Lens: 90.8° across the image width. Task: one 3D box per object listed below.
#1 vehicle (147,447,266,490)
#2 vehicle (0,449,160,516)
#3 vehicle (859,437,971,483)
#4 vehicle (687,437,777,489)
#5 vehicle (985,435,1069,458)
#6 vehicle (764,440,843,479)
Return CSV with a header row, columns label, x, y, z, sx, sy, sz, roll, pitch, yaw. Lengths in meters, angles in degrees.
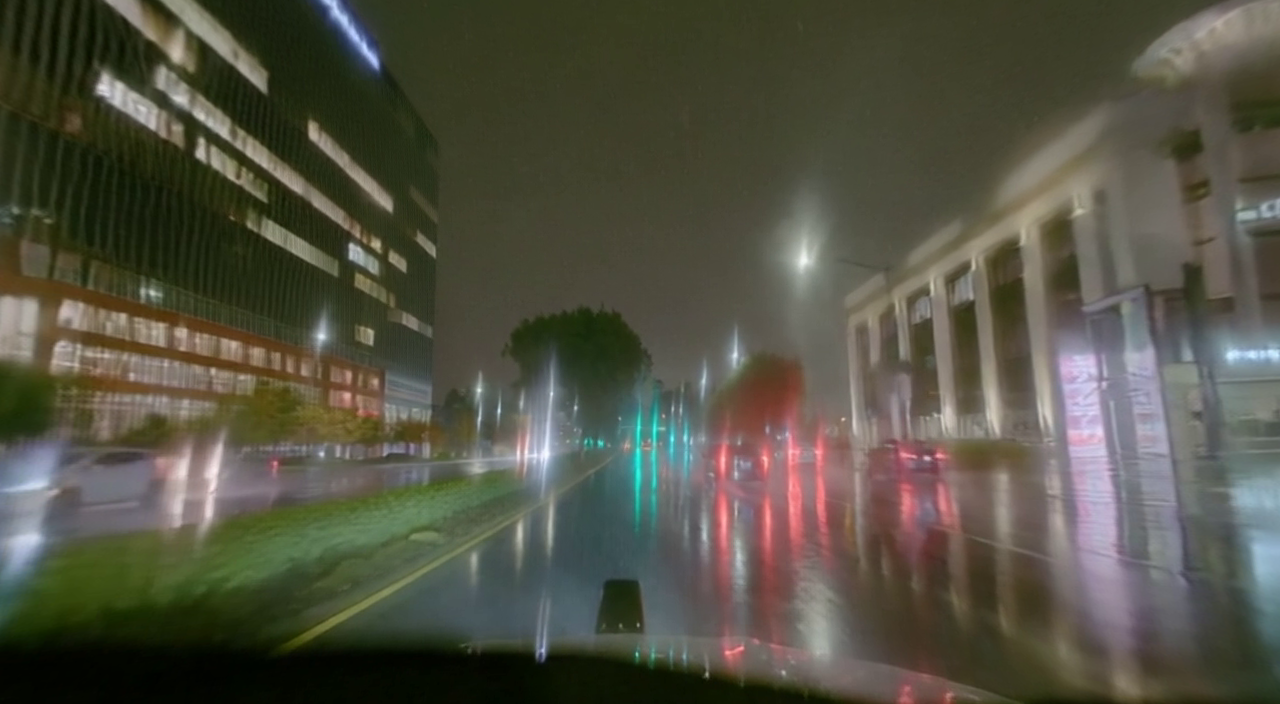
label,x,y,z,sx,sy,sz,roll,pitch,yaw
vehicle,-19.617,5.239,28.908,2.071,1.743,4.749,0,-8,0
vehicle,-16.598,3.587,18.021,2.031,1.607,4.759,0,-8,1
vehicle,9.956,3.924,23.349,2.003,1.511,4.670,0,-8,0
vehicle,2.841,3.549,20.536,2.131,1.491,4.496,0,-8,-2
vehicle,29.109,7.152,47.644,5.001,1.528,1.863,-11,-12,43
vehicle,6.405,4.246,25.291,1.912,1.411,4.380,0,-8,-1
